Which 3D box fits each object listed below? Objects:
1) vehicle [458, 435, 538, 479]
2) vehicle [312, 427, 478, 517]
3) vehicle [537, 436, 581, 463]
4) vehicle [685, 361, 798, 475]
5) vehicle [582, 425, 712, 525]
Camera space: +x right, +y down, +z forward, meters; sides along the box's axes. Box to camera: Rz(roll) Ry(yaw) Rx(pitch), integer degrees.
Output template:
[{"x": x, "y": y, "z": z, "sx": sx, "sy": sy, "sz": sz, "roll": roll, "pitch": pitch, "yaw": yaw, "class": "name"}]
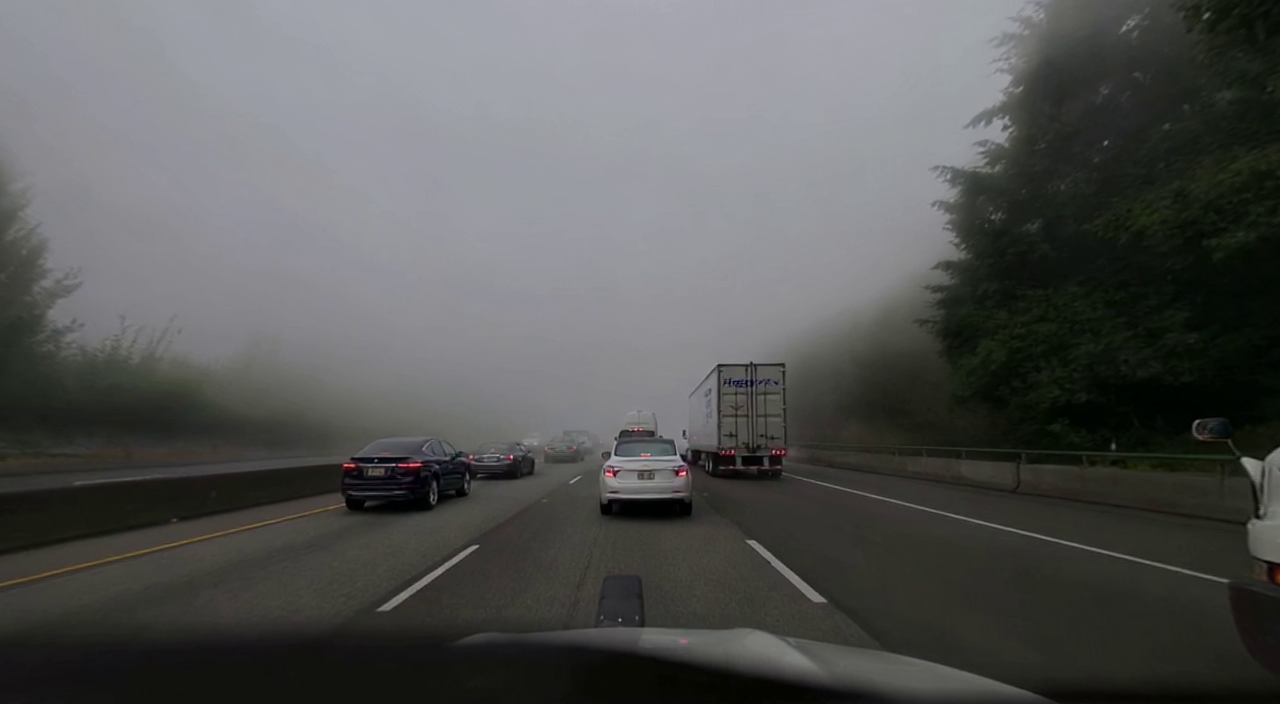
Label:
[{"x": -5.046, "y": 3.749, "z": 22.896, "sx": 1.880, "sy": 1.458, "sz": 3.978, "roll": 0, "pitch": -8, "yaw": 1, "class": "vehicle"}, {"x": -4.647, "y": 2.296, "z": 12.601, "sx": 1.821, "sy": 1.514, "sz": 3.677, "roll": 0, "pitch": -8, "yaw": 0, "class": "vehicle"}, {"x": -4.651, "y": 5.621, "z": 36.642, "sx": 1.887, "sy": 1.493, "sz": 4.411, "roll": 0, "pitch": -8, "yaw": 1, "class": "vehicle"}, {"x": 4.155, "y": 3.321, "z": 29.821, "sx": 2.892, "sy": 4.101, "sz": 14.252, "roll": 0, "pitch": -8, "yaw": 0, "class": "vehicle"}, {"x": 0.100, "y": 2.118, "z": 11.438, "sx": 1.973, "sy": 1.505, "sz": 3.568, "roll": 0, "pitch": -8, "yaw": 0, "class": "vehicle"}]
